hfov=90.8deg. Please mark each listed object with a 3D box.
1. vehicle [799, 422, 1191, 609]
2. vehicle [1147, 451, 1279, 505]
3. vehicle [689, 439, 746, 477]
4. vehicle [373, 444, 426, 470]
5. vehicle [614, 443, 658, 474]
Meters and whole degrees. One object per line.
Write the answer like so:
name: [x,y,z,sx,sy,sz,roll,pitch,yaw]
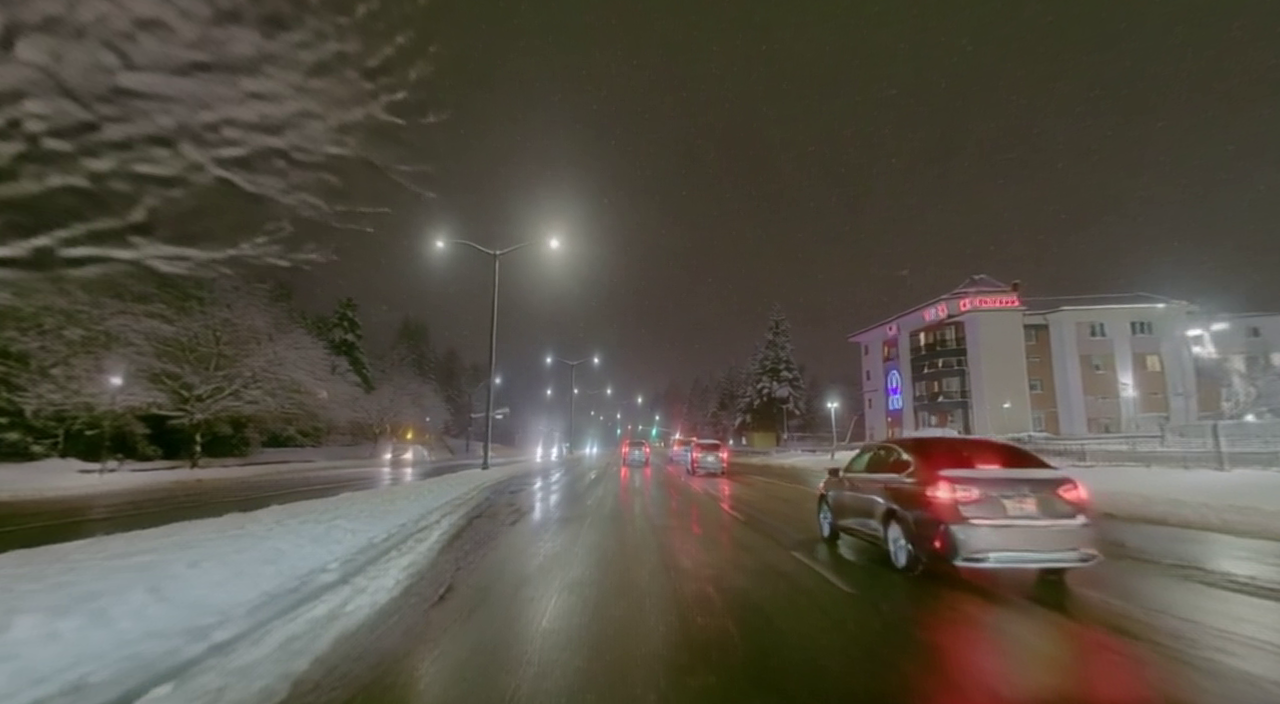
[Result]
vehicle: [3.529,1.698,7.611,1.953,1.514,4.672,0,-8,-1]
vehicle: [17.647,3.721,19.008,4.099,1.413,1.978,4,-9,-25]
vehicle: [3.511,4.944,29.623,2.041,1.611,4.426,0,-8,-1]
vehicle: [-16.262,7.083,42.962,1.920,1.635,4.261,0,-8,0]
vehicle: [-0.261,5.367,32.094,2.095,1.456,3.873,0,-8,-1]
